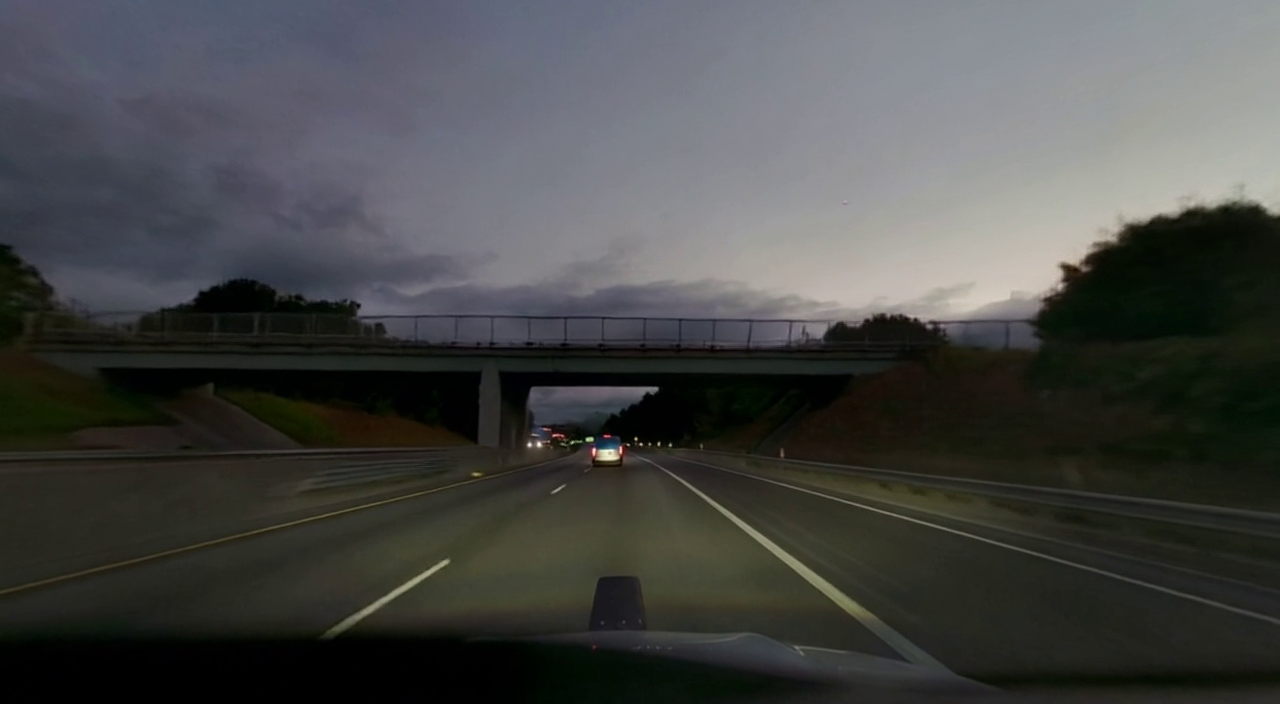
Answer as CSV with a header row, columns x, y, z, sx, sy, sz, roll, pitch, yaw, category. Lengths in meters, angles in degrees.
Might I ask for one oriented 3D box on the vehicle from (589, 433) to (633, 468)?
x,y,z,sx,sy,sz,roll,pitch,yaw,category
-1.660,5.779,36.945,2.372,1.891,5.061,0,-8,-2,vehicle
